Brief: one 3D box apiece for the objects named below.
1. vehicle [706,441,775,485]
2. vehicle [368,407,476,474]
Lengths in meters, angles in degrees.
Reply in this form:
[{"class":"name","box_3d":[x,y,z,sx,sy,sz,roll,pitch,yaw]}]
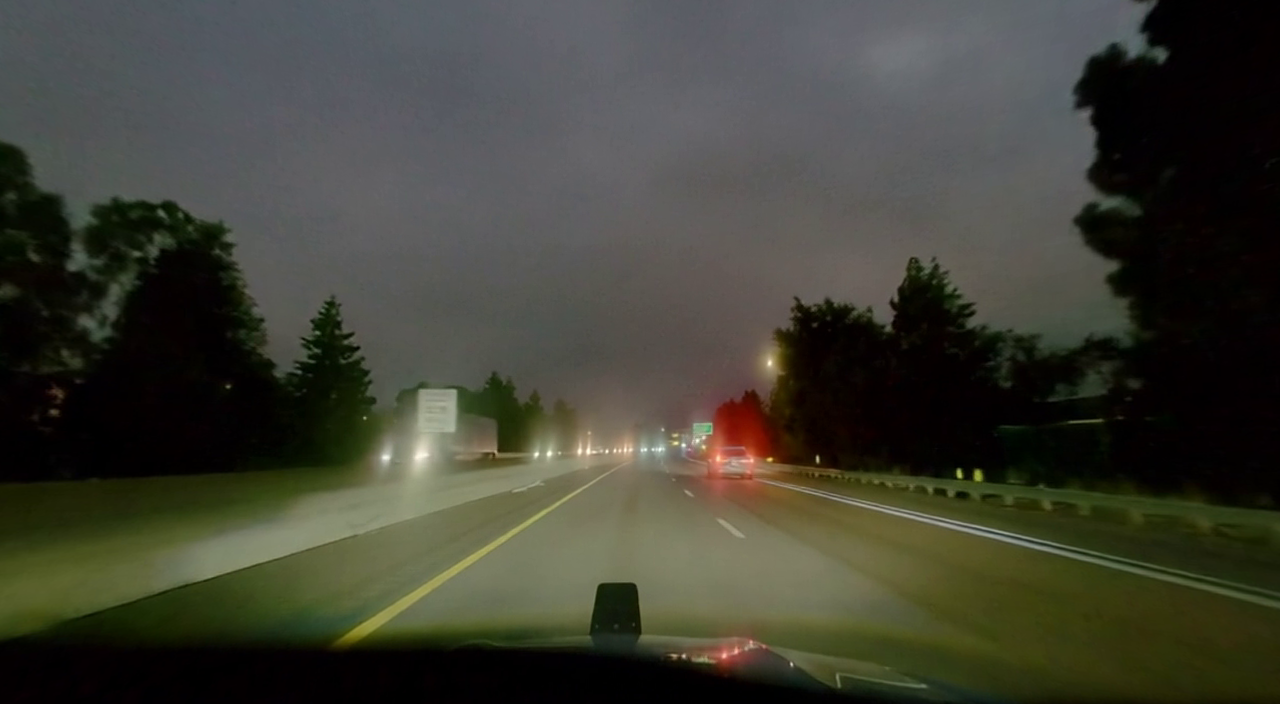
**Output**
[{"class":"vehicle","box_3d":[4.111,4.658,26.530,2.089,1.660,4.729,0,-9,-1]},{"class":"vehicle","box_3d":[-13.250,5.615,39.331,3.064,3.642,9.893,0,-9,1]}]
